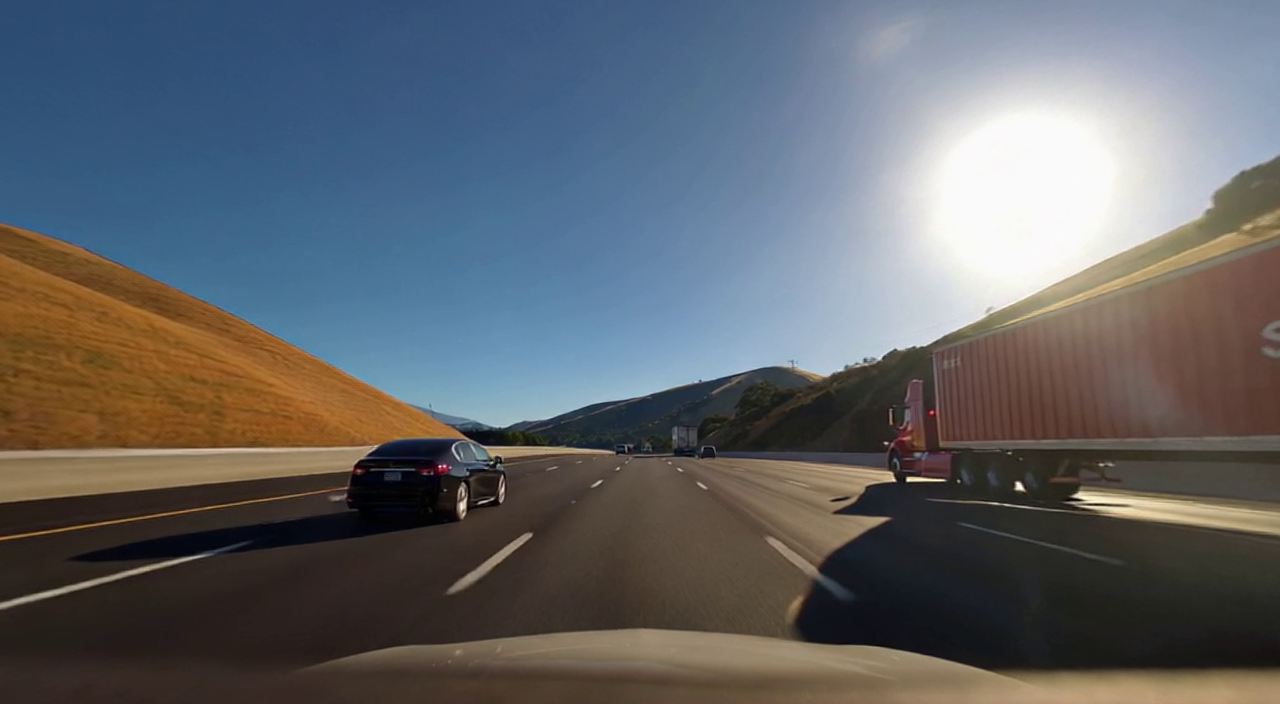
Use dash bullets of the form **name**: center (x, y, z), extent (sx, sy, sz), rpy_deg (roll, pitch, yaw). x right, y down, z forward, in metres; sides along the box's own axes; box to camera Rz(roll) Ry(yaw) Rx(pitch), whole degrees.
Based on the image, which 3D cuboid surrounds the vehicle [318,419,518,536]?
- **vehicle**: center (-3.504, 2.055, 10.809), extent (1.967, 1.615, 3.886), rpy_deg (0, -8, 1)

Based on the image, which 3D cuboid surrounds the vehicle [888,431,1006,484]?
- **vehicle**: center (11.188, 3.886, 23.350), extent (2.062, 1.736, 4.589), rpy_deg (0, -8, 0)
